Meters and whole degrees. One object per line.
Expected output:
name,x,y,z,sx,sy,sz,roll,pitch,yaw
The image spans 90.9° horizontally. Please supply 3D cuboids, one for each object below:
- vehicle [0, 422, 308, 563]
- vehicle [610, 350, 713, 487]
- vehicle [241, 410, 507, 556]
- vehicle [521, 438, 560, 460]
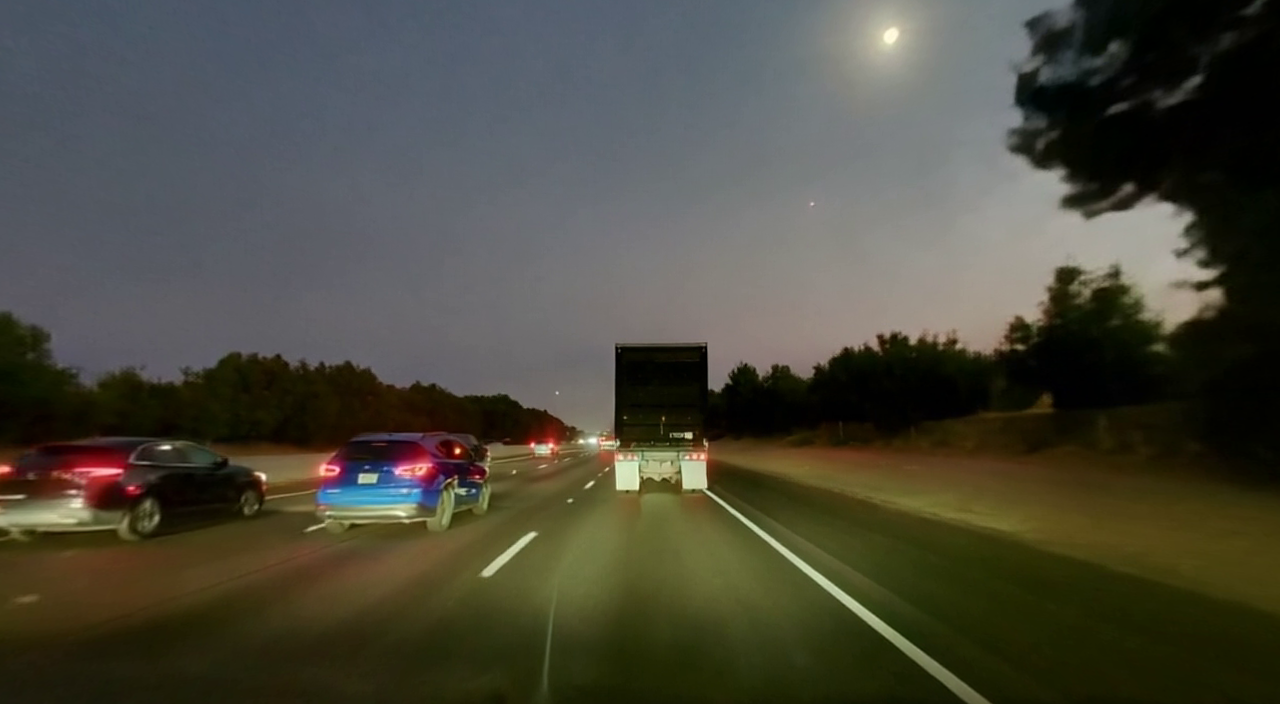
vehicle,-7.222,1.847,9.160,2.063,1.480,4.842,0,-8,2
vehicle,0.655,2.630,23.154,2.870,3.841,10.653,0,-8,1
vehicle,-3.524,1.825,9.467,2.077,1.671,4.249,0,-8,1
vehicle,-6.711,6.581,42.892,1.882,1.451,4.416,0,-8,1
